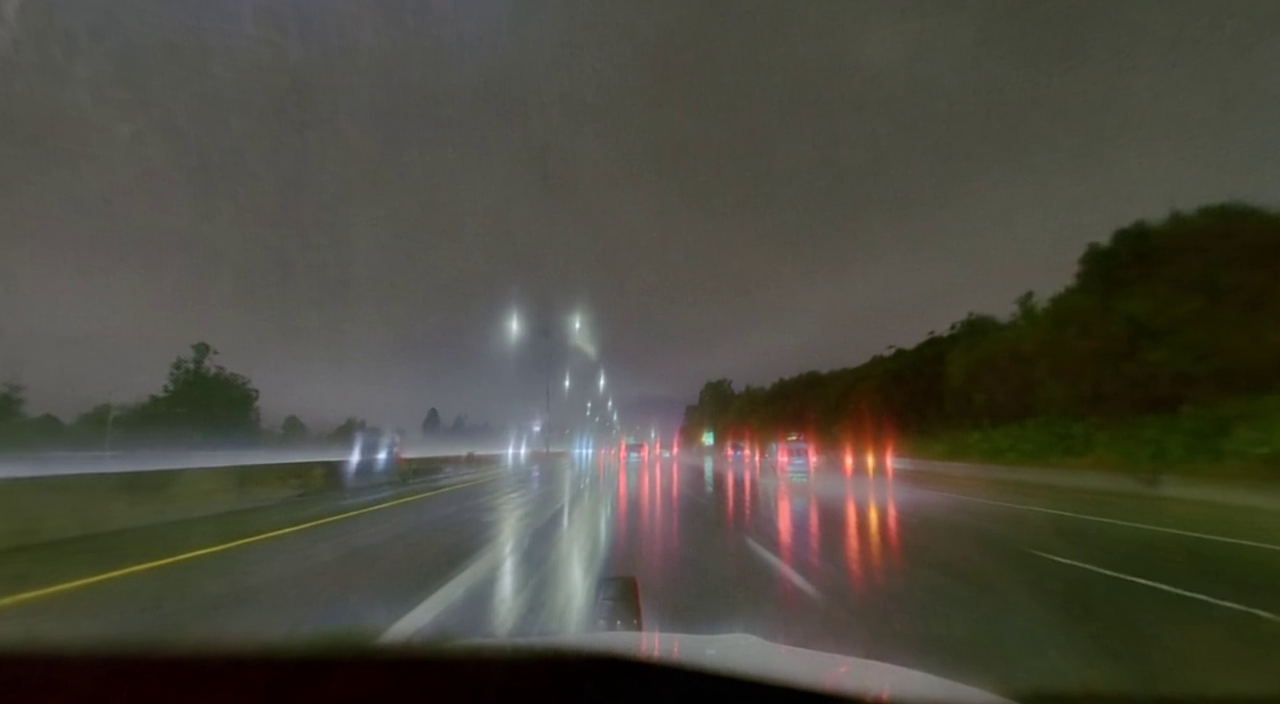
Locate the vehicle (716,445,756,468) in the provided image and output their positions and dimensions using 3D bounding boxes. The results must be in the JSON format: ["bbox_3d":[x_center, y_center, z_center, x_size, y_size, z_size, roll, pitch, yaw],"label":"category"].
[{"bbox_3d":[6.627,7.224,43.909,1.935,1.478,4.433,0,-9,-2],"label":"vehicle"}]

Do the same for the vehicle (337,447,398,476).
[{"bbox_3d":[-17.249,6.923,40.275,1.924,1.733,4.449,0,-9,0],"label":"vehicle"}]

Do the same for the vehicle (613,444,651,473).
[{"bbox_3d":[-0.459,5.864,34.958,1.985,1.457,4.227,0,-9,-1],"label":"vehicle"}]
